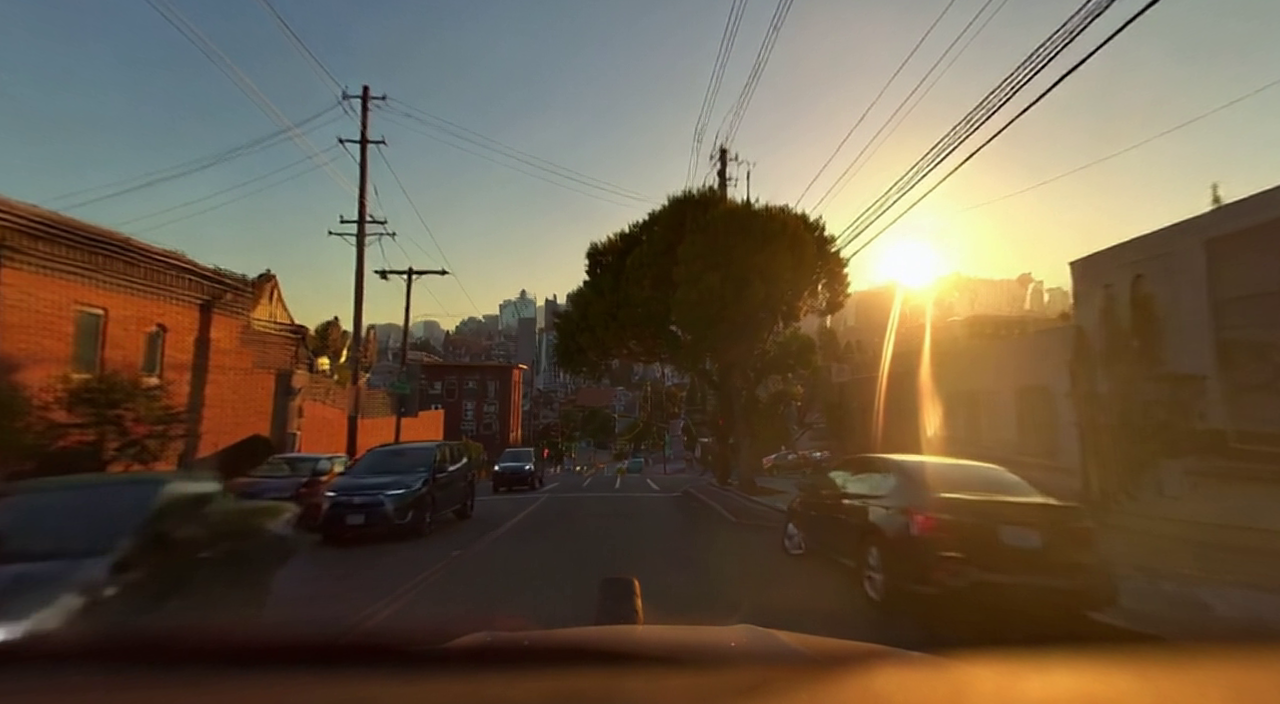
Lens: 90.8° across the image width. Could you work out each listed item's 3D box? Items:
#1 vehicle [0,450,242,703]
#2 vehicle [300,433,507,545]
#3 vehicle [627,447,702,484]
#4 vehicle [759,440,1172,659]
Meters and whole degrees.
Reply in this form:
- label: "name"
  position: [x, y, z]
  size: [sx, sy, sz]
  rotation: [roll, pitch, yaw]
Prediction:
- label: "vehicle"
  position: [-4.640, 1.557, 5.022]
  size: [1.994, 1.510, 4.802]
  rotation: [4, -9, -27]
- label: "vehicle"
  position: [-4.448, 2.643, 12.956]
  size: [2.236, 1.834, 4.743]
  rotation: [-1, -8, 2]
- label: "vehicle"
  position: [1.317, 5.788, 32.629]
  size: [2.059, 1.736, 3.994]
  rotation: [-6, -10, 33]
- label: "vehicle"
  position: [2.728, 1.721, 6.728]
  size: [1.913, 1.509, 4.436]
  rotation: [0, -8, -2]
